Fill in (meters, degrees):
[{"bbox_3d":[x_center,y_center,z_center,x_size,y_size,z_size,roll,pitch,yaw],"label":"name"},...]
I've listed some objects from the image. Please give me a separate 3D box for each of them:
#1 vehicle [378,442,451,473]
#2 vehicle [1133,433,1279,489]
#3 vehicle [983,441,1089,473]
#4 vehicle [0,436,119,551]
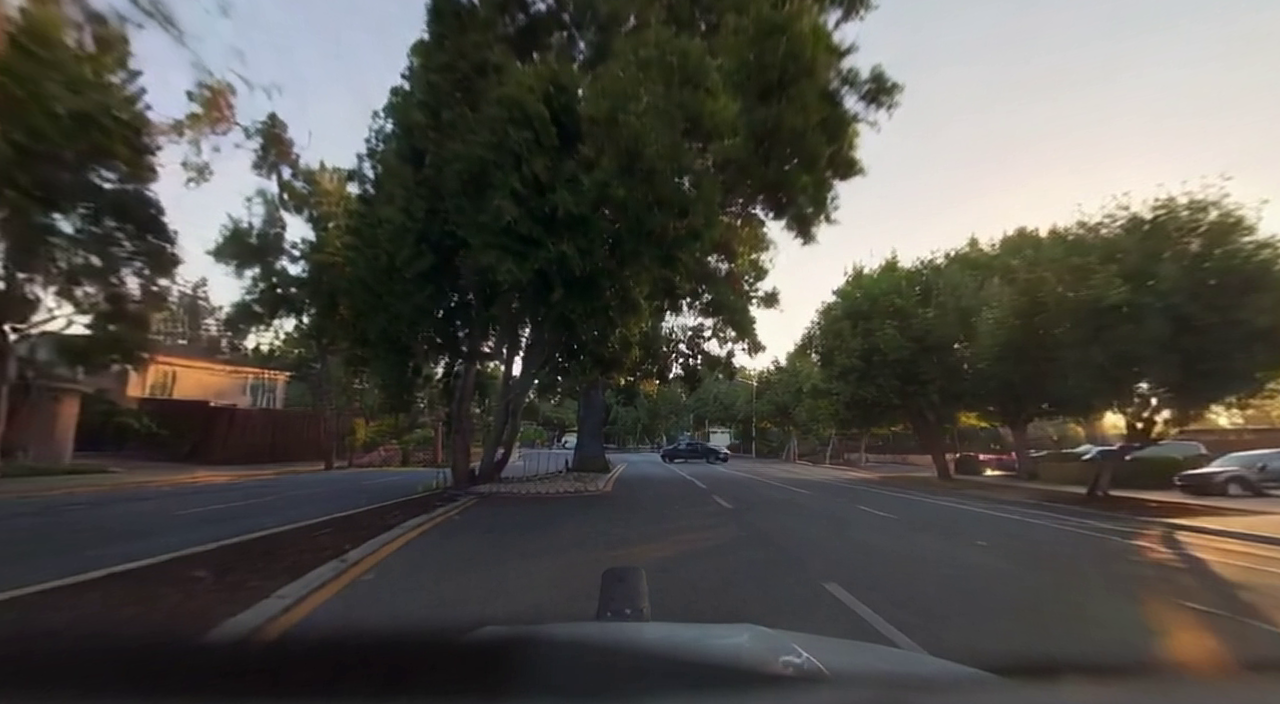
[{"bbox_3d":[-11.304,5.302,31.936,1.917,1.473,4.757,0,-8,0],"label":"vehicle"},{"bbox_3d":[22.013,4.035,23.412,5.332,1.879,2.187,1,-8,7],"label":"vehicle"},{"bbox_3d":[23.885,6.326,38.099,4.917,1.814,2.322,1,-9,-7],"label":"vehicle"},{"bbox_3d":[-9.226,1.781,7.761,1.872,1.476,4.423,0,-8,-1],"label":"vehicle"}]
